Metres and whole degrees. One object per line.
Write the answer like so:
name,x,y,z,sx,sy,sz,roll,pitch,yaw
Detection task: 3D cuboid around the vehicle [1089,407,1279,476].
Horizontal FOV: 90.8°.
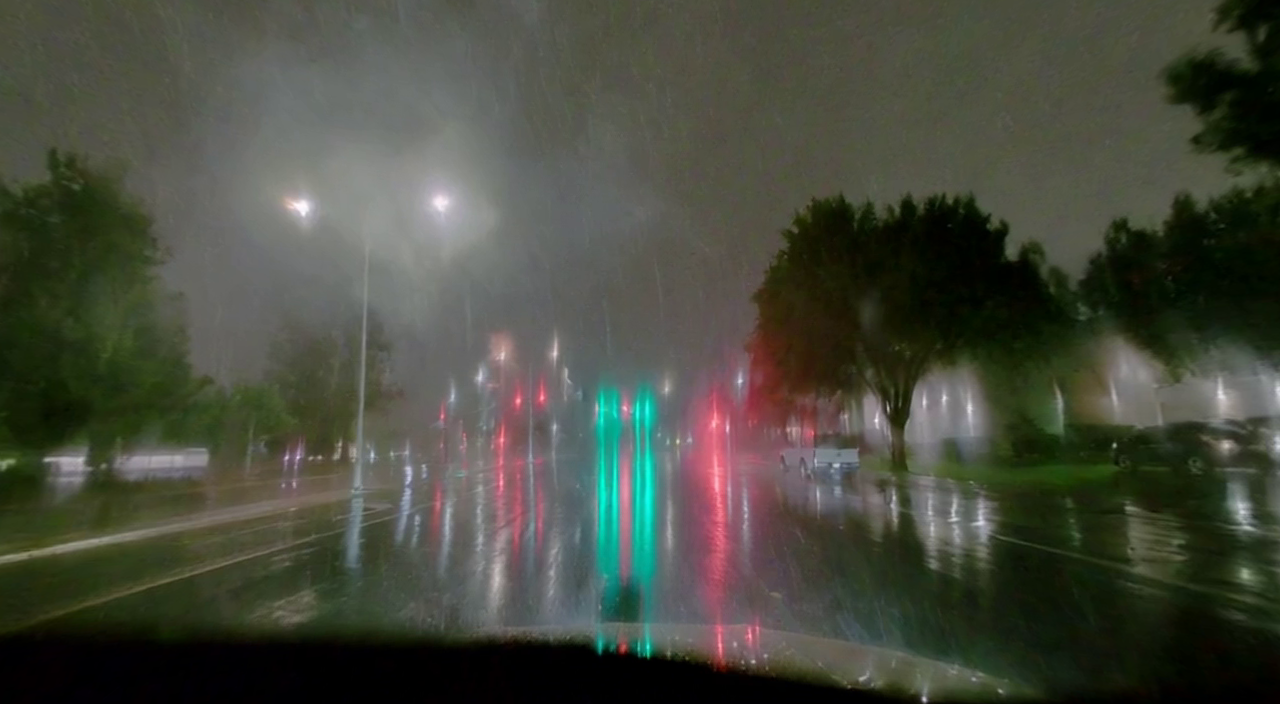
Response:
vehicle,17.275,2.840,19.953,2.295,1.874,5.096,0,-9,-2

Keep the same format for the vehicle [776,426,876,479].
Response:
vehicle,7.374,4.075,25.811,2.234,1.880,5.812,0,-9,-1
